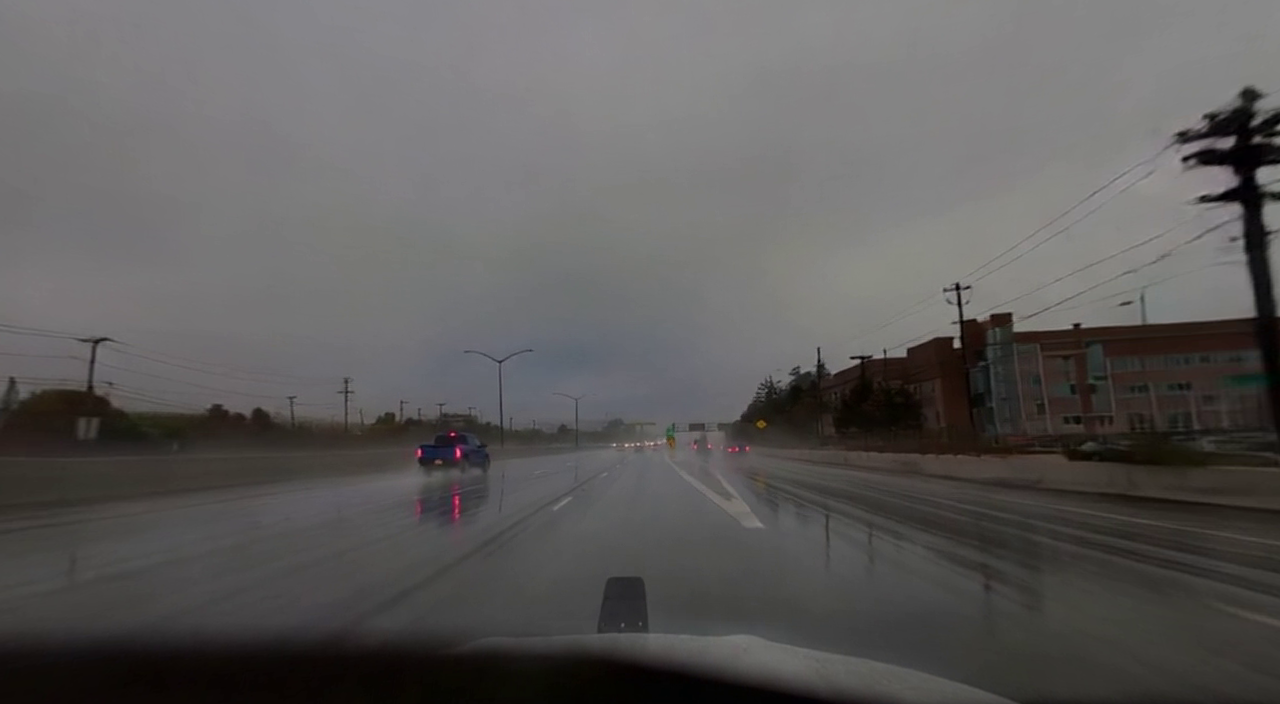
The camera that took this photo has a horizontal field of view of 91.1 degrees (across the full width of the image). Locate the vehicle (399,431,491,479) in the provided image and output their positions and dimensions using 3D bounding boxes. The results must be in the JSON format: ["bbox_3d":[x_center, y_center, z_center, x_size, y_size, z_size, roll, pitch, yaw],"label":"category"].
[{"bbox_3d":[-9.839,5.259,32.401,2.667,2.213,6.081,0,-8,1],"label":"vehicle"}]
